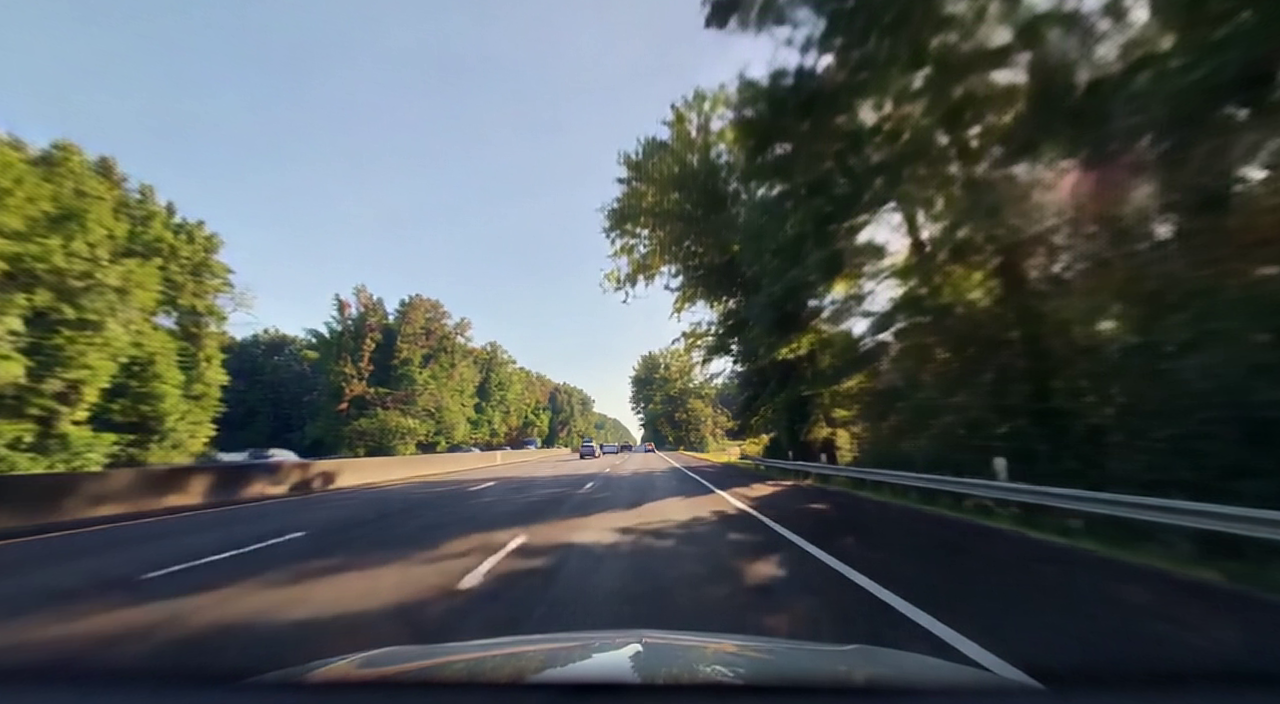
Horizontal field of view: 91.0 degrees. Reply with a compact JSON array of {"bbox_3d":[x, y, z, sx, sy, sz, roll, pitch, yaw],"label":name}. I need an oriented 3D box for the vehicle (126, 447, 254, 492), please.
[{"bbox_3d":[-15.751,4.080,22.302,1.693,1.418,3.862,0,-8,0],"label":"vehicle"}]
